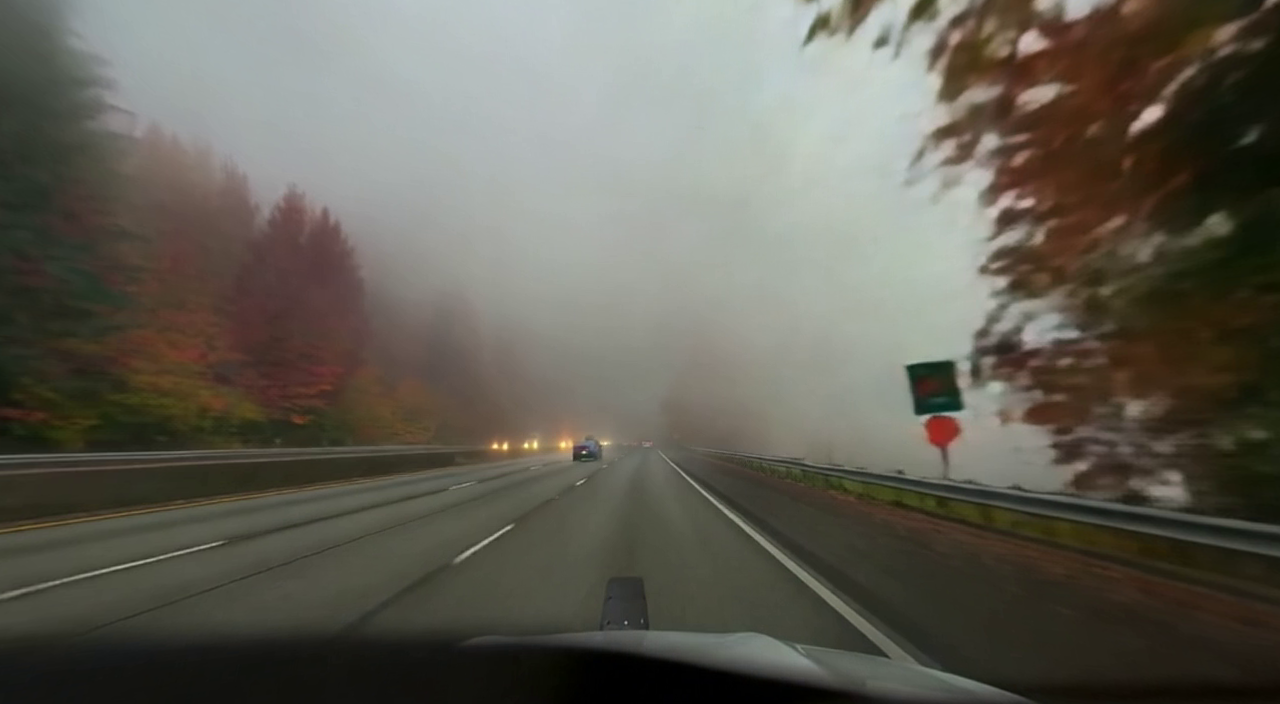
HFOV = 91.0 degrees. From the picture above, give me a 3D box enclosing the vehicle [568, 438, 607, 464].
[{"bbox_3d":[-3.447,6.566,41.844,2.123,1.643,4.479,0,-8,1],"label":"vehicle"}]
